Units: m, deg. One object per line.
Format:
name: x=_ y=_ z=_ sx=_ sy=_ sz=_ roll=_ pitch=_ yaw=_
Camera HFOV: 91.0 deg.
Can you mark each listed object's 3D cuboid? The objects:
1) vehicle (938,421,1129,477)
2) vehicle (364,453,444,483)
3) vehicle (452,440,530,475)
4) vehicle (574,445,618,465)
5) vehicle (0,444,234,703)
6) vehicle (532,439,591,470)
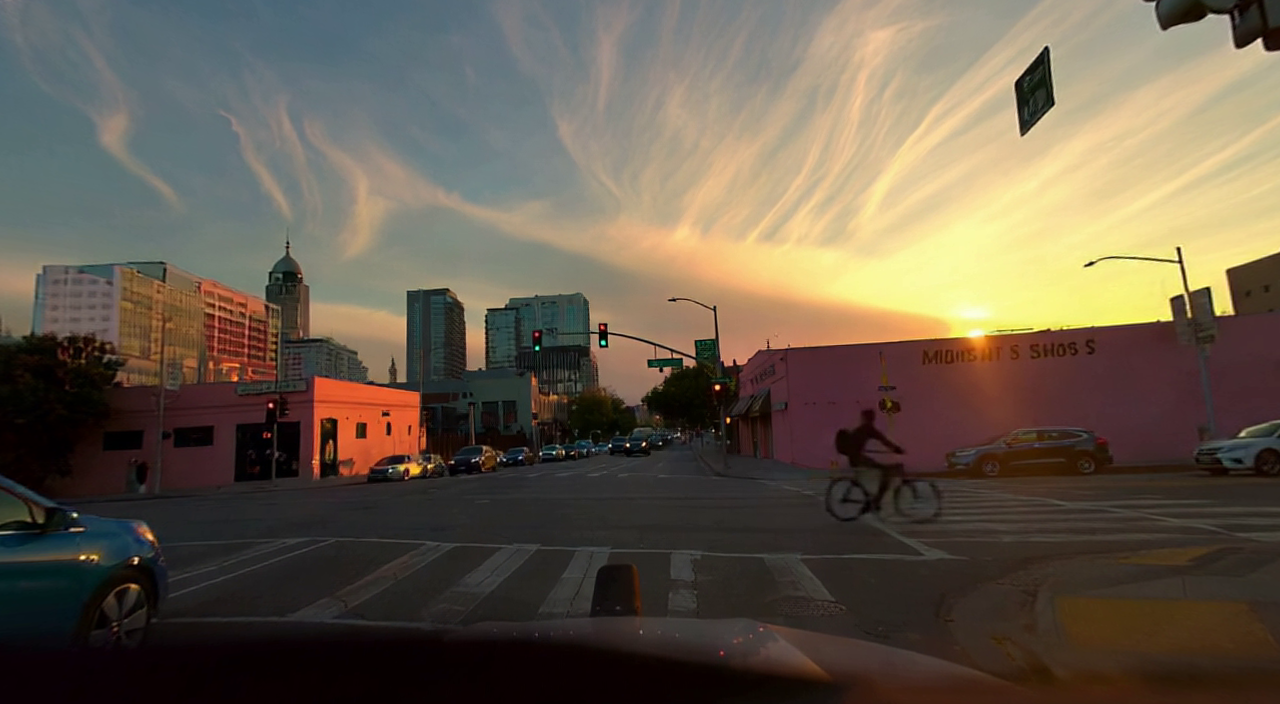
vehicle: x=11.575 y=2.894 z=18.802 sx=4.355 sy=1.546 sz=1.820 roll=-1 pitch=-9 yaw=6
vehicle: x=-12.571 y=6.176 z=33.899 sx=1.976 sy=1.425 sz=4.567 roll=-1 pitch=-9 yaw=9
vehicle: x=-8.388 y=5.980 z=36.070 sx=2.152 sy=1.825 sz=5.406 roll=-2 pitch=-9 yaw=12
vehicle: x=-3.023 y=7.181 z=44.098 sx=1.743 sy=1.362 sz=4.350 roll=-2 pitch=-9 yaw=14
vehicle: x=-3.697 y=0.980 z=2.158 sx=1.759 sy=1.325 sz=4.295 roll=0 pitch=-9 yaw=0
vehicle: x=-4.491 y=5.986 z=36.872 sx=1.928 sy=1.647 sz=4.575 roll=-2 pitch=-9 yaw=13
